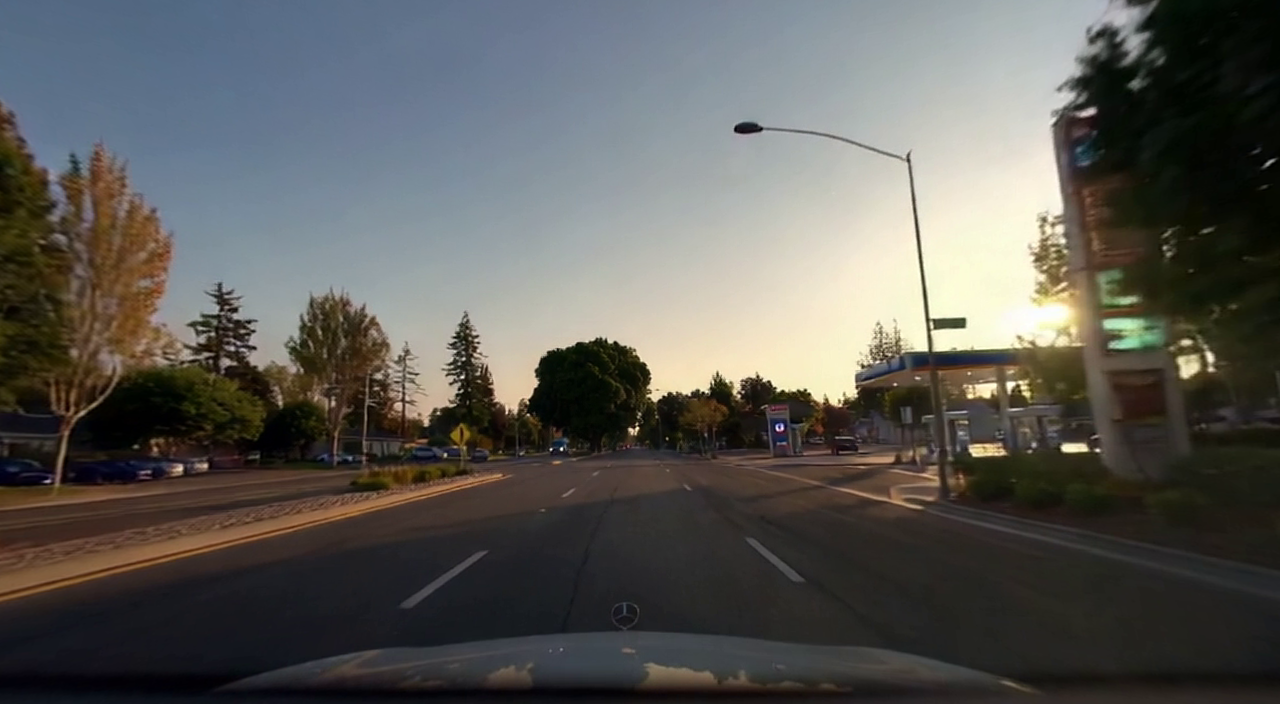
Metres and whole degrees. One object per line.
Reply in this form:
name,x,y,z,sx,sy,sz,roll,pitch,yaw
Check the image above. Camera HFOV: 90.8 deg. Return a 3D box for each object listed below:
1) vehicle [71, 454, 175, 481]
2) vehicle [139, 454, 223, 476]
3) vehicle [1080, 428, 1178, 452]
vehicle,-30.907,6.900,37.895,4.274,1.491,2.110,0,-8,-4
vehicle,-31.338,7.721,43.194,4.287,1.432,1.794,0,-8,-1
vehicle,31.135,5.632,40.329,4.549,1.476,1.952,0,-8,1
